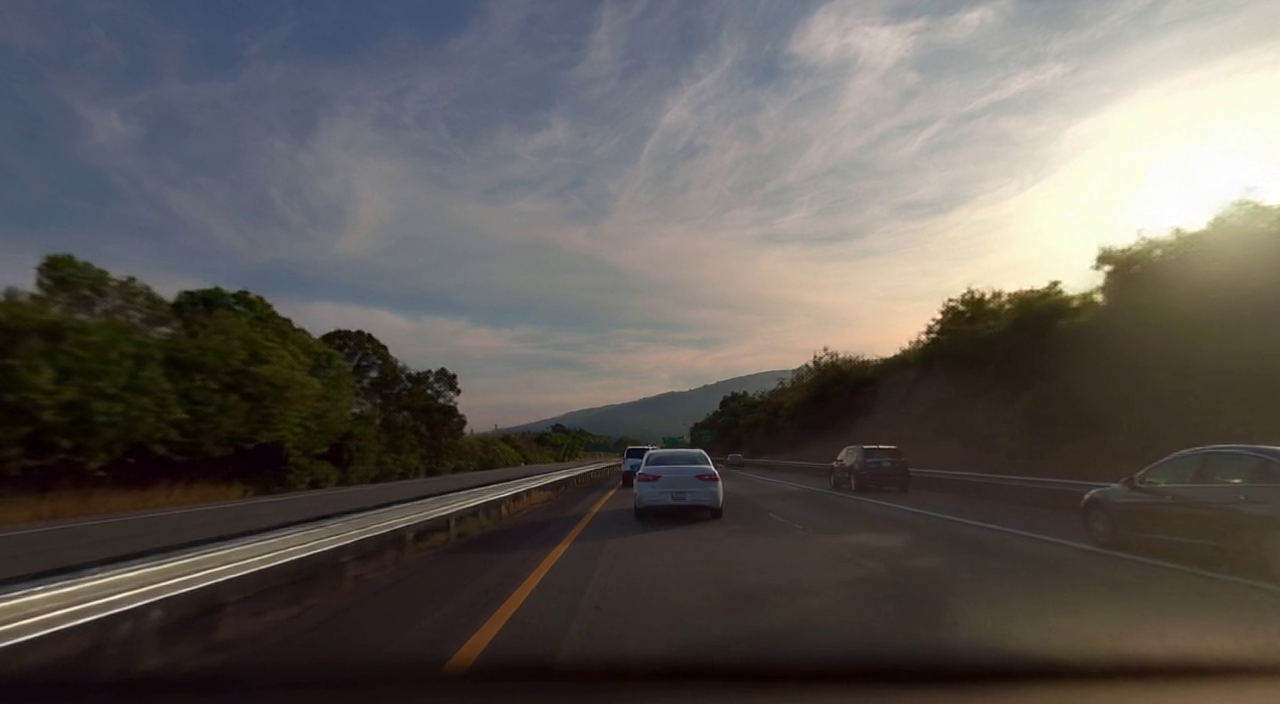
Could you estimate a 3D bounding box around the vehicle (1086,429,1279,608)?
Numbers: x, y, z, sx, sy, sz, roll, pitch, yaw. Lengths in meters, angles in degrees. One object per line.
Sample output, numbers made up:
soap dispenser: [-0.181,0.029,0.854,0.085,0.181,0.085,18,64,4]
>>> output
vehicle: [6.355,1.418,5.455,1.965,1.484,4.090,0,-9,0]

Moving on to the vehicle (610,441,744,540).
vehicle: [0.572,2.445,11.679,2.076,1.485,3.774,0,-9,0]

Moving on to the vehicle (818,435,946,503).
vehicle: [6.806,3.330,18.308,1.980,1.702,4.235,0,-9,0]
